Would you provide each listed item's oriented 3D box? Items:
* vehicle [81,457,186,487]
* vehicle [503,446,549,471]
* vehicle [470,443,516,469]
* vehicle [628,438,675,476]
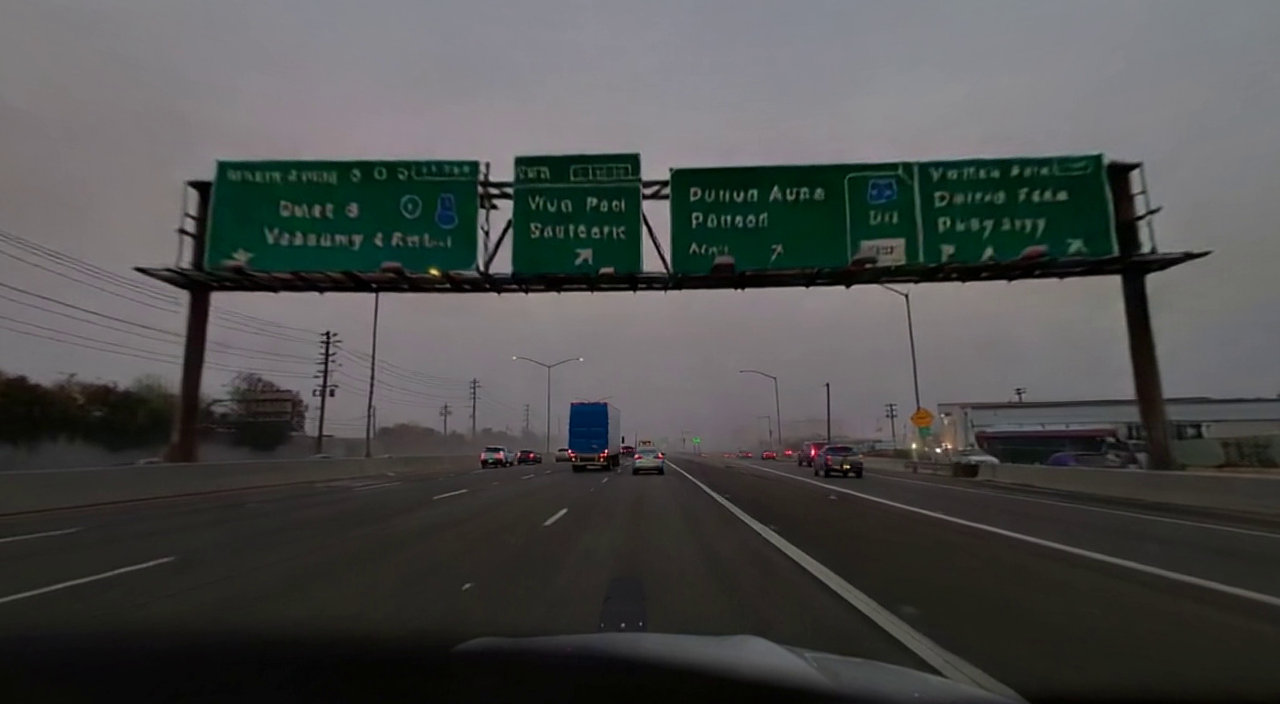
[{"bbox_3d":[-29.999,7.112,37.634,1.907,1.547,5.225,0,-8,1],"label":"vehicle"},{"bbox_3d":[-6.980,6.541,39.017,1.945,1.482,4.109,0,-8,1],"label":"vehicle"},{"bbox_3d":[-10.101,7.165,43.650,1.997,1.692,4.294,0,-8,1],"label":"vehicle"},{"bbox_3d":[0.599,5.482,33.243,2.279,1.837,4.747,0,-8,1],"label":"vehicle"}]
